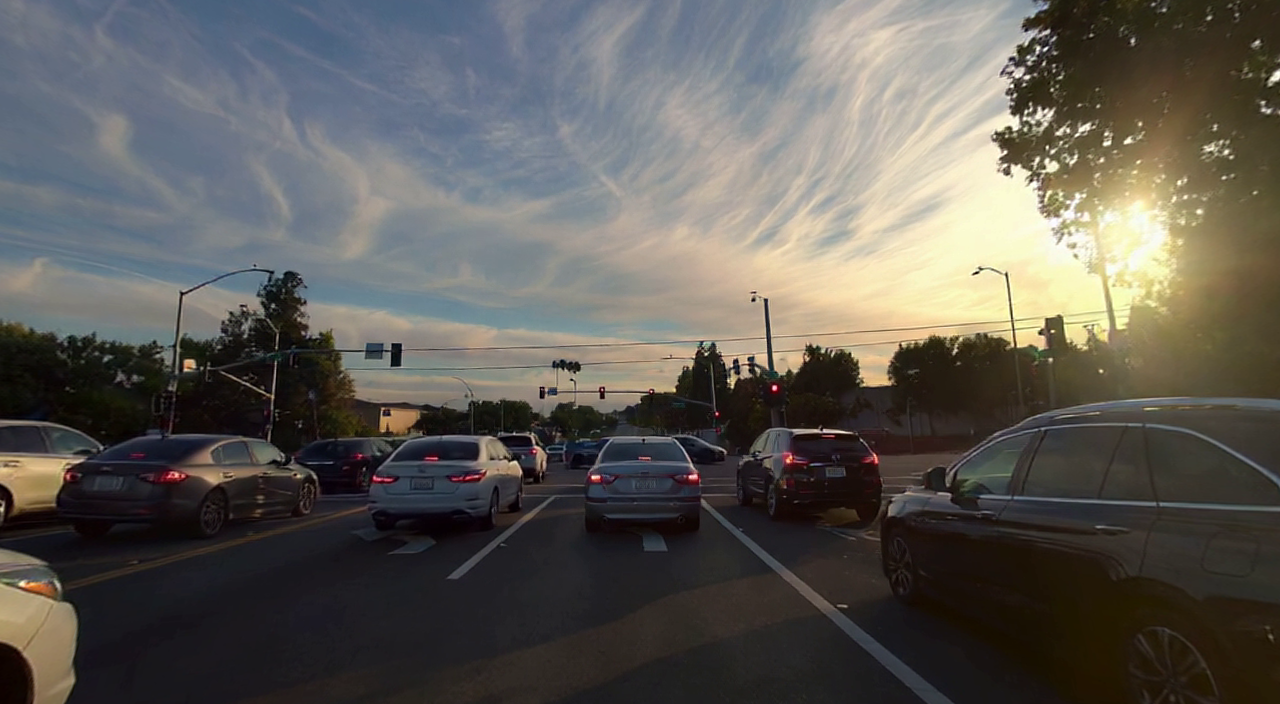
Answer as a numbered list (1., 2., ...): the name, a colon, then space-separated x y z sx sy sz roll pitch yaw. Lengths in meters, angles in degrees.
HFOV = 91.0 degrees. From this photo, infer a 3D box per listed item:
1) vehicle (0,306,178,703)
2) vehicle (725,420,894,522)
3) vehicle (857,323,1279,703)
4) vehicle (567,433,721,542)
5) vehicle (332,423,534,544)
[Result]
1. vehicle: -3.202 0.494 0.594 2.079 1.756 4.676 0 -8 -2
2. vehicle: 3.074 2.260 12.473 2.106 1.667 4.101 0 -8 -1
3. vehicle: 3.148 0.997 3.747 2.074 1.685 4.387 0 -8 -1
4. vehicle: -0.004 2.105 10.419 2.076 1.438 3.770 0 -8 -2
5. vehicle: -3.069 2.033 10.431 1.896 1.546 4.378 0 -8 -1
